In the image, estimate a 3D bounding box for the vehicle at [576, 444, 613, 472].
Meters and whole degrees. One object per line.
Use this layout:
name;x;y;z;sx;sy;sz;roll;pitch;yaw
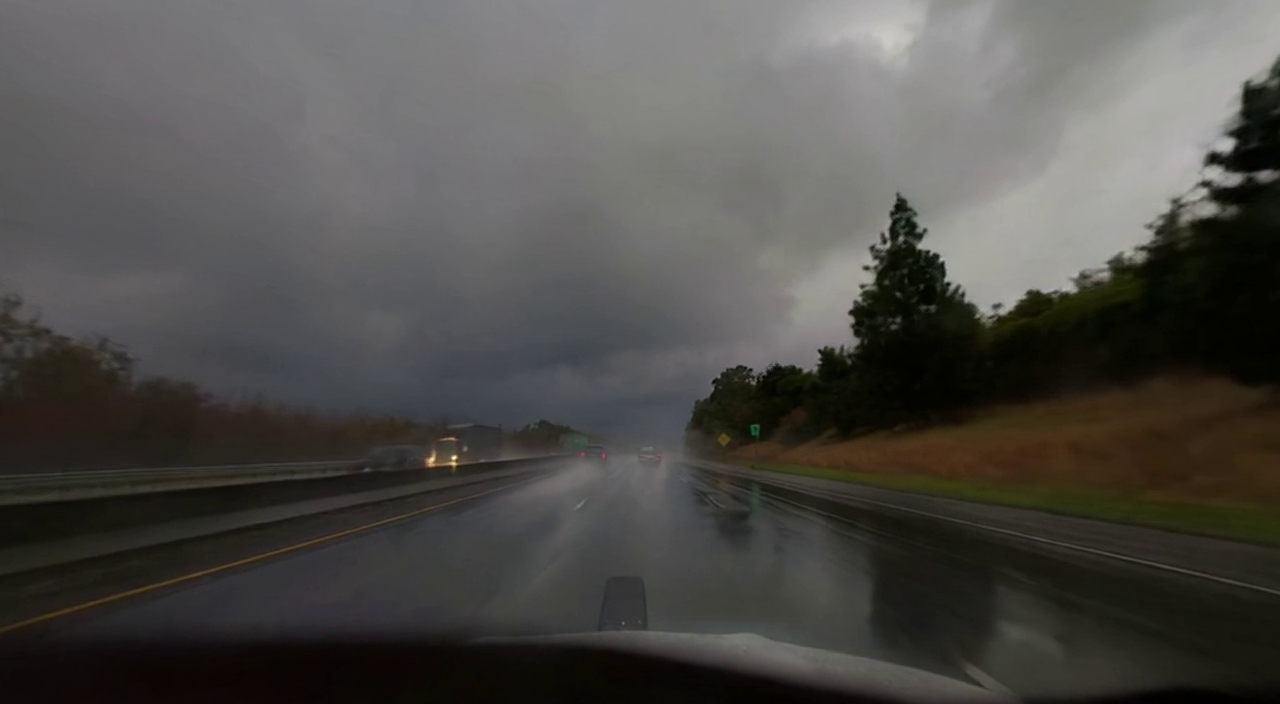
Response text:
vehicle;-3.056;7.252;43.263;2.143;1.770;4.283;0;-9;1

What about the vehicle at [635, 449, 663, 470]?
vehicle;0.696;8.207;48.141;2.036;1.519;4.225;0;-9;0
